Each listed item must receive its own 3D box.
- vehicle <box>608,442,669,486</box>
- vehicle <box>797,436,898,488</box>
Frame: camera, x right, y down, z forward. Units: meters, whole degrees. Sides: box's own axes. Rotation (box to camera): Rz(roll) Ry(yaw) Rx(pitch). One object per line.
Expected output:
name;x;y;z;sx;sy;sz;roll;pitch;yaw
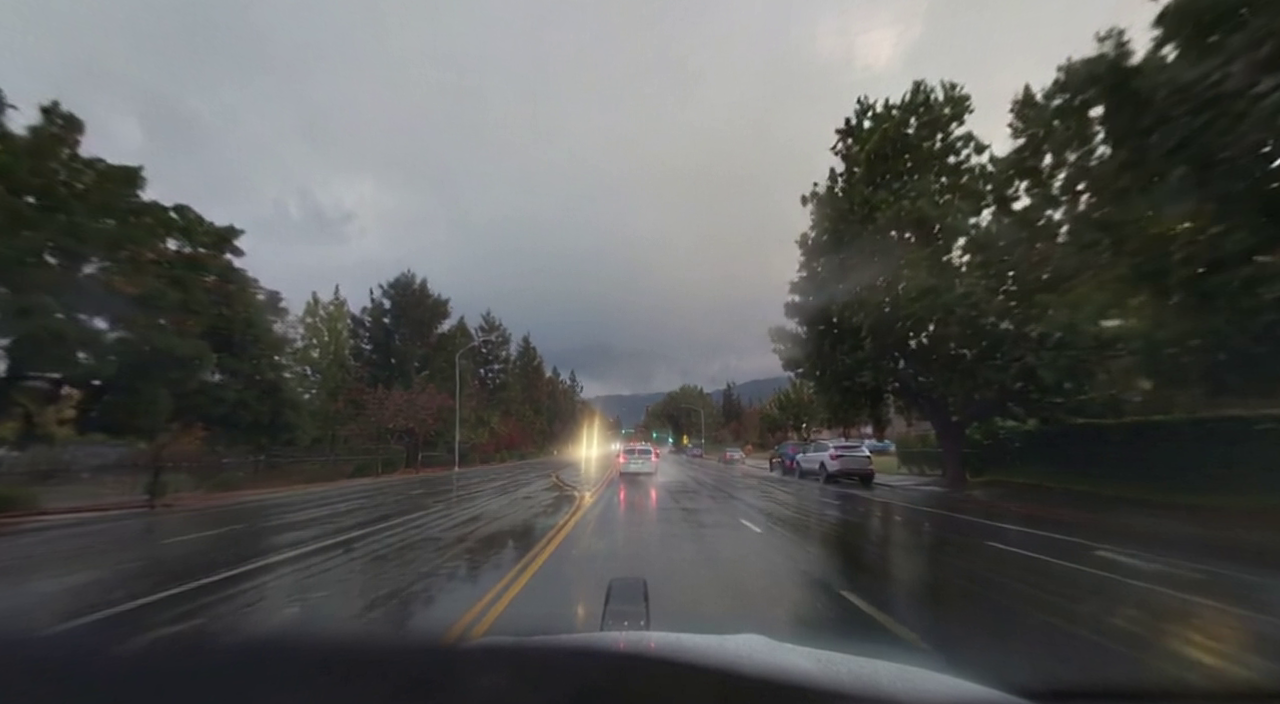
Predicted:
vehicle;-0.064;4.140;23.679;2.099;1.470;4.302;0;-9;0
vehicle;8.090;4.326;25.167;2.185;1.818;5.038;0;-9;-2
